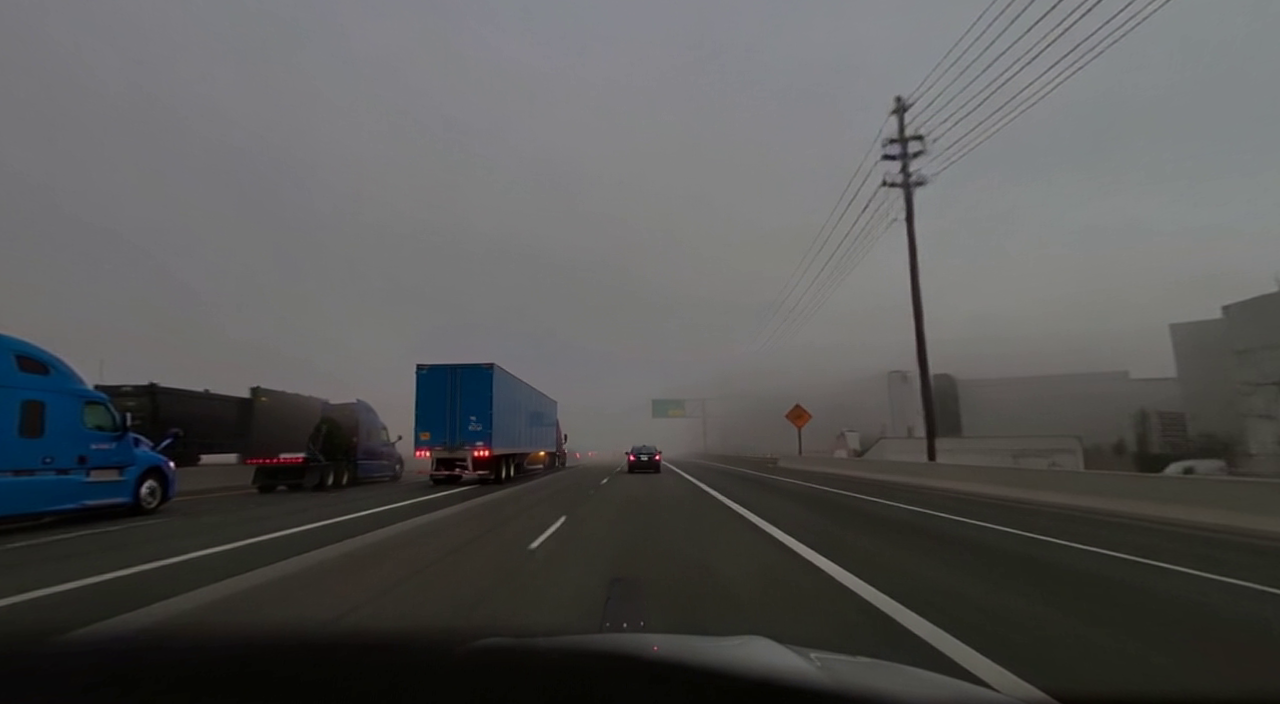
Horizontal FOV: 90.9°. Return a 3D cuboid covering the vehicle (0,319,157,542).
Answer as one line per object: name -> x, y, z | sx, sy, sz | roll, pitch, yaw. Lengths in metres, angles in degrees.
vehicle -> -10.559, 1.018, 8.249 | 2.722, 3.172, 7.167 | 0, -8, 0

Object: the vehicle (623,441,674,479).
vehicle -> 0.330, 4.665, 27.554 | 2.055, 1.514, 4.323 | 0, -8, -1

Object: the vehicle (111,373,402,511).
vehicle -> -10.534, 2.743, 19.185 | 2.896, 3.140, 9.491 | 0, -8, 0

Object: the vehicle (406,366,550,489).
vehicle -> -6.452, 3.614, 28.603 | 2.907, 4.081, 15.311 | 0, -9, -2
